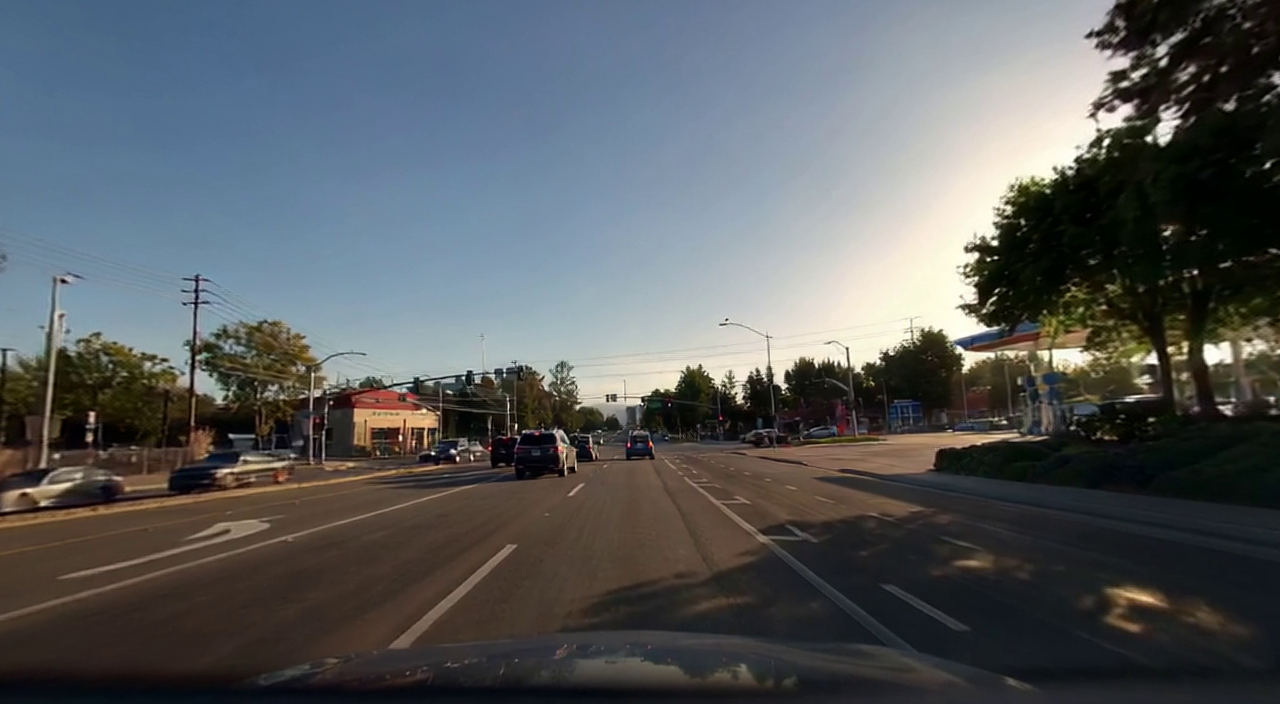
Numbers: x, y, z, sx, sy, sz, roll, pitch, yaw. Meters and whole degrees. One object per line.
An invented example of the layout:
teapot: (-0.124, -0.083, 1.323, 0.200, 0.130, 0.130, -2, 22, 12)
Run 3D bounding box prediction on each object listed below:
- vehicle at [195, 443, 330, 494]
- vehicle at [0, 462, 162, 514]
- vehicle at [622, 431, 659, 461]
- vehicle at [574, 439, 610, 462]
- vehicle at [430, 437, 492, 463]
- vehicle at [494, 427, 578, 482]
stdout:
vehicle: (-13.497, 4.164, 23.006, 1.981, 1.671, 4.598, 0, -9, 1)
vehicle: (-16.950, 4.067, 19.225, 1.765, 1.310, 3.824, 0, -9, 0)
vehicle: (0.060, 6.043, 40.541, 2.224, 1.819, 5.005, 0, -9, 1)
vehicle: (-3.097, 6.439, 41.257, 1.881, 1.424, 4.098, 0, -9, 2)
vehicle: (-13.501, 7.440, 48.049, 2.238, 1.872, 5.625, -2, -9, 10)
vehicle: (-3.491, 3.555, 22.027, 2.096, 1.718, 4.266, 0, -9, 1)
